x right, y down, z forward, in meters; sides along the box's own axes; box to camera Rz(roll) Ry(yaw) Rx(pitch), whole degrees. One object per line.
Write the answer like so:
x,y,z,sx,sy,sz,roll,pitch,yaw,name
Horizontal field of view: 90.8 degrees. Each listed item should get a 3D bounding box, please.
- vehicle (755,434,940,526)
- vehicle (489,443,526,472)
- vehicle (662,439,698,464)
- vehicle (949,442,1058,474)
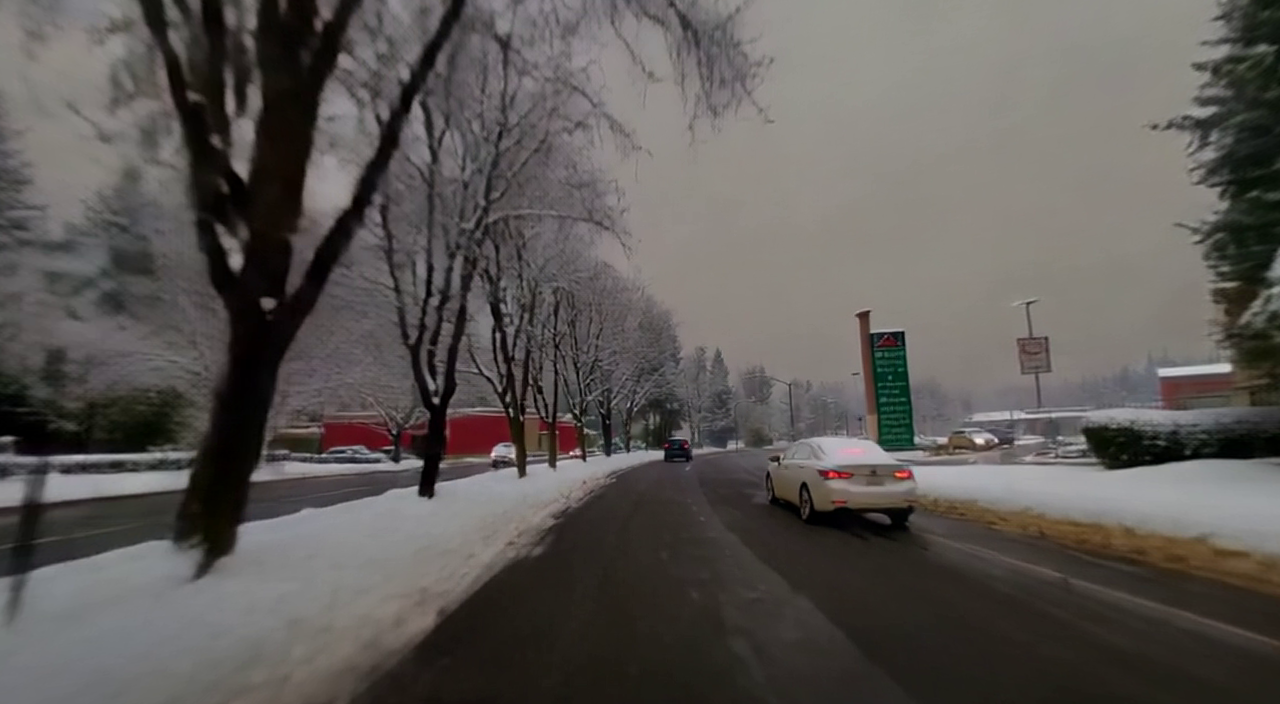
3.852,2.469,12.862,2.132,1.497,4.827,0,-9,0,vehicle
-8.463,6.640,40.042,2.045,1.689,4.545,2,-9,-14,vehicle
2.943,7.191,45.678,2.123,1.703,4.292,-2,-9,9,vehicle
18.083,5.258,31.471,4.652,1.471,1.850,2,-9,-15,vehicle
